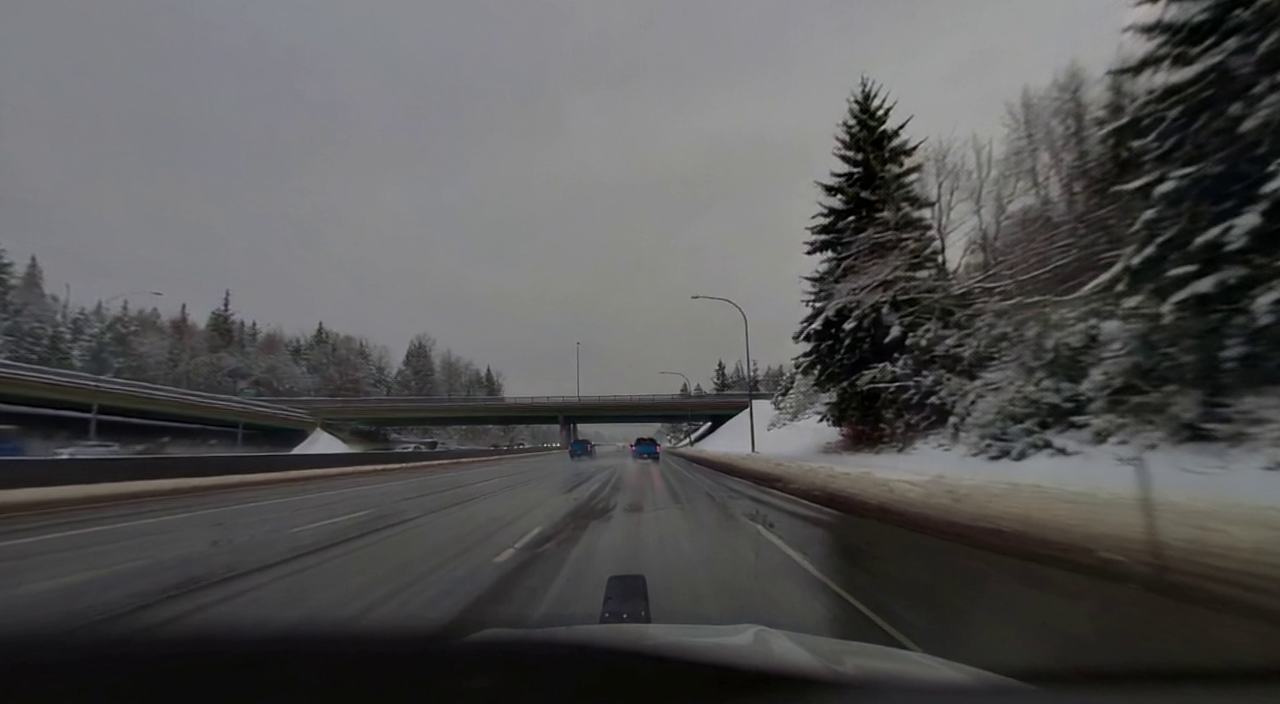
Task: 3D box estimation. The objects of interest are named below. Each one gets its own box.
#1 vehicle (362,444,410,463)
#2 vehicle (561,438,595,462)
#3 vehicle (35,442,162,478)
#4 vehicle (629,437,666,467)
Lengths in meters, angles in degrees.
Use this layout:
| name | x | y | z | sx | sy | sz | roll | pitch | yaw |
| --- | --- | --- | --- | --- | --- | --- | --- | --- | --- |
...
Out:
| name | x | y | z | sx | sy | sz | roll | pitch | yaw |
| --- | --- | --- | --- | --- | --- | --- | --- | --- | --- |
| vehicle | -19.902 | 7.965 | 49.594 | 1.915 | 1.439 | 4.467 | 0 | -8 | 0 |
| vehicle | -4.771 | 7.613 | 49.204 | 2.091 | 1.749 | 4.271 | 0 | -8 | 2 |
| vehicle | -23.543 | 4.680 | 27.671 | 1.814 | 1.455 | 4.188 | 0 | -8 | 0 |
| vehicle | 0.437 | 5.914 | 37.362 | 2.010 | 1.637 | 4.940 | 0 | -8 | 1 |
